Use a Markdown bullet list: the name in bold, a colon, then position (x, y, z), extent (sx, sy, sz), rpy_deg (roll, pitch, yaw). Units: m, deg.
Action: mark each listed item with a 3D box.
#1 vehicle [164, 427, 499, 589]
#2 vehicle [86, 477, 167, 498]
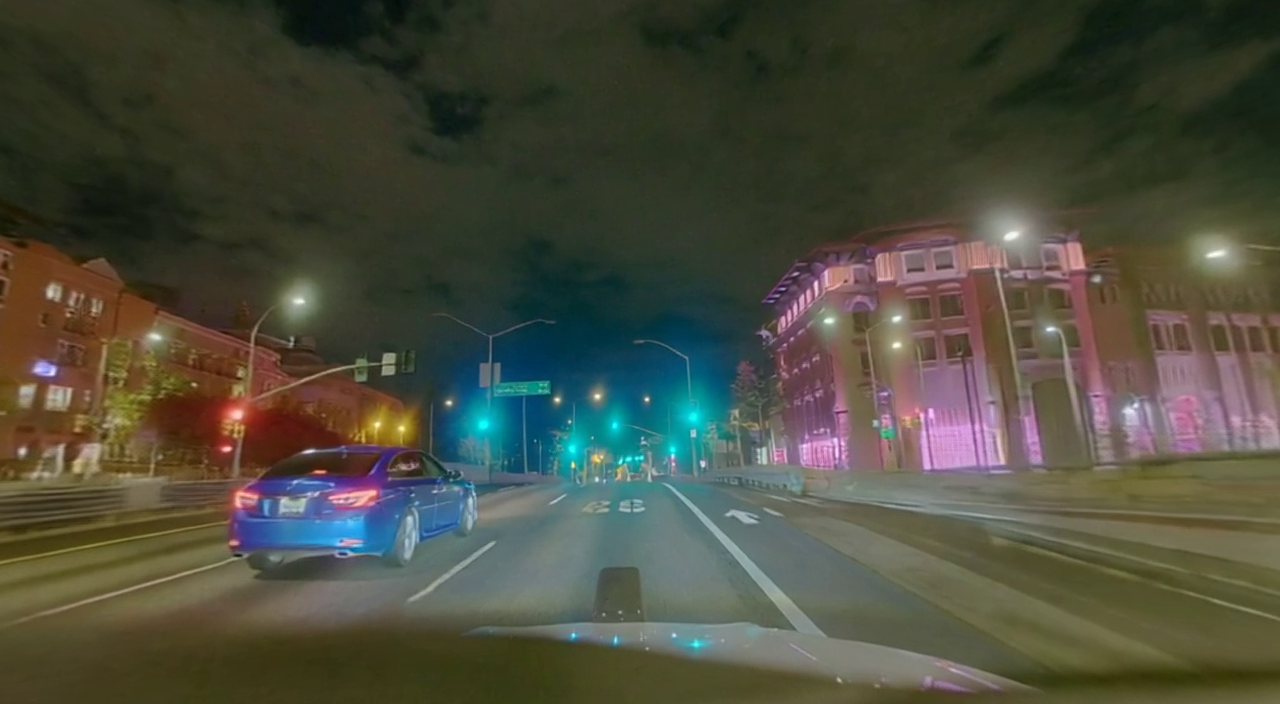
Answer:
- **vehicle**: position (-3.318, 1.754, 7.996), extent (2.041, 1.470, 4.290), rpy_deg (0, -8, 0)
- **vehicle**: position (-39.047, 10.367, 48.110), extent (4.315, 1.421, 2.020), rpy_deg (0, -15, 0)
